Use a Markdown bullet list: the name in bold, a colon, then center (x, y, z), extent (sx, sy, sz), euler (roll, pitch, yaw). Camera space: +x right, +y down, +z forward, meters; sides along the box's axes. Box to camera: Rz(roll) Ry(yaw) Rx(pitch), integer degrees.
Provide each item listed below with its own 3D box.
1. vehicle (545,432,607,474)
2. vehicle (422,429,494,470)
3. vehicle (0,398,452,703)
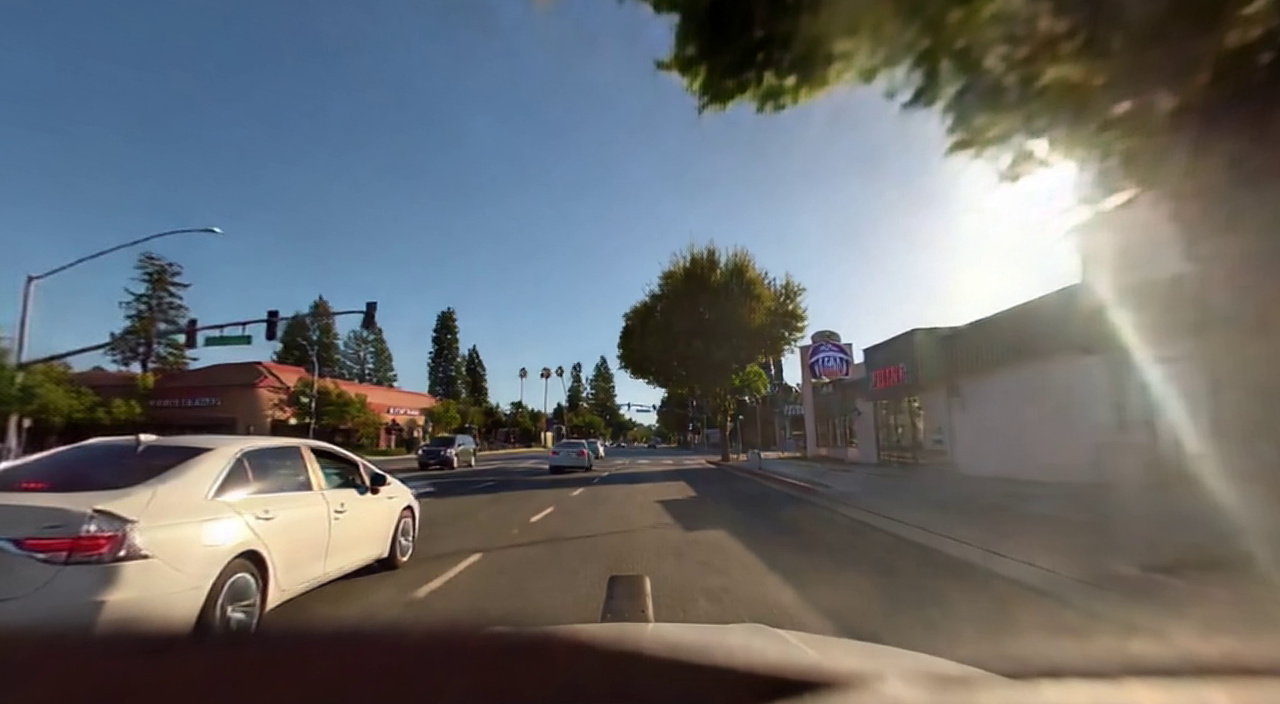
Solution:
- **vehicle**: center (-2.733, 4.484, 28.132), extent (2.109, 1.692, 4.220), euler (-1, -8, 3)
- **vehicle**: center (-9.064, 4.913, 31.908), extent (2.030, 1.906, 4.661), euler (-1, -8, 3)
- **vehicle**: center (-3.191, 1.266, 4.931), extent (2.018, 1.477, 4.401), euler (0, -8, 1)
